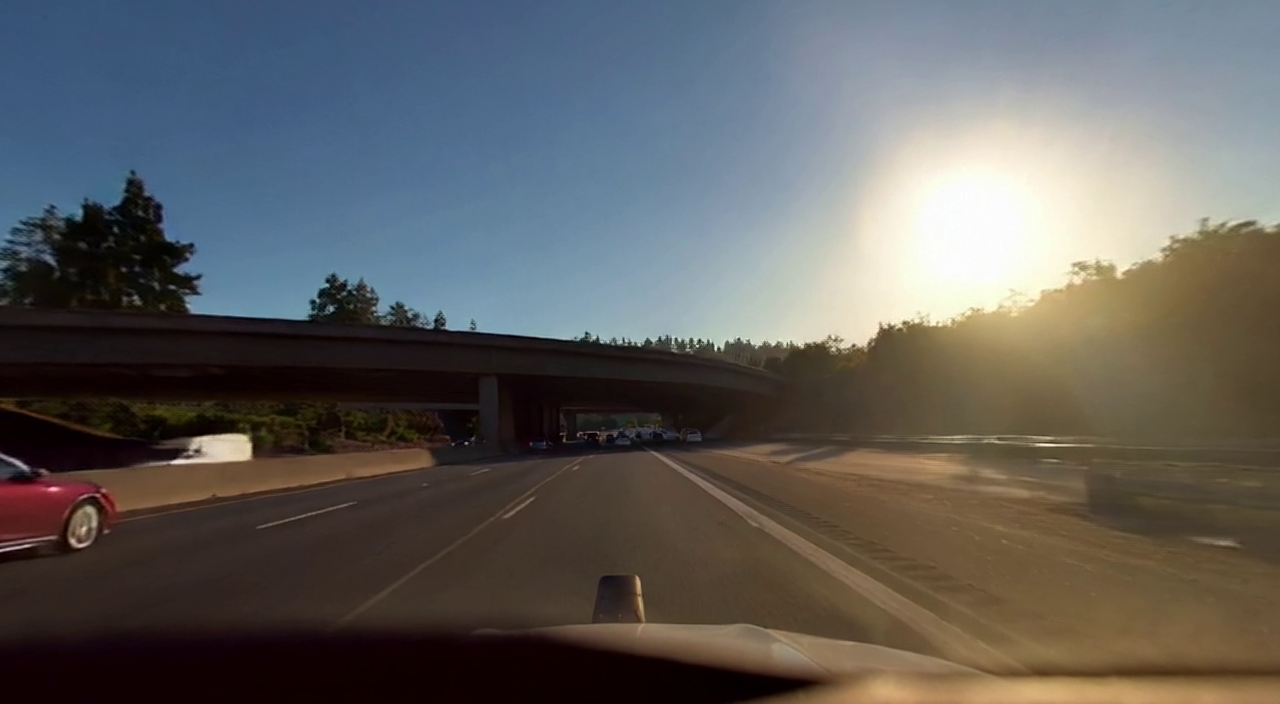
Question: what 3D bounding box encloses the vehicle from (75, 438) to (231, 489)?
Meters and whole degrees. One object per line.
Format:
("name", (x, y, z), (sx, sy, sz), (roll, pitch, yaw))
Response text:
("vehicle", (-16.760, 3.815, 21.971), (2.120, 1.557, 4.187), (0, -8, -1))
